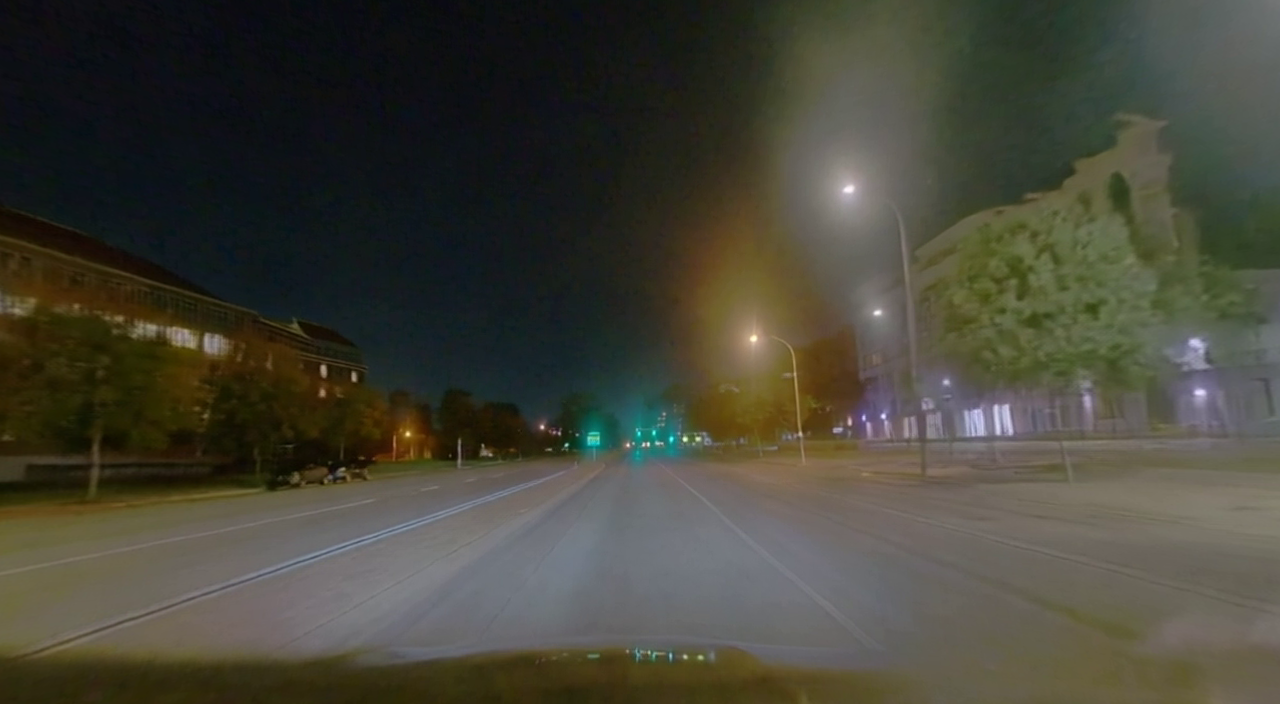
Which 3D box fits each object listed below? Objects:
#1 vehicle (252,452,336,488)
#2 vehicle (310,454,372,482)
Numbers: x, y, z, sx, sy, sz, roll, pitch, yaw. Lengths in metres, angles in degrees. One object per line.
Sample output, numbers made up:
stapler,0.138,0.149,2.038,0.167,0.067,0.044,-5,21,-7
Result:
vehicle,-19.351,6.572,35.625,2.255,1.848,4.617,0,-8,-2
vehicle,-19.508,7.556,41.471,1.965,1.665,4.577,-2,-9,-1
